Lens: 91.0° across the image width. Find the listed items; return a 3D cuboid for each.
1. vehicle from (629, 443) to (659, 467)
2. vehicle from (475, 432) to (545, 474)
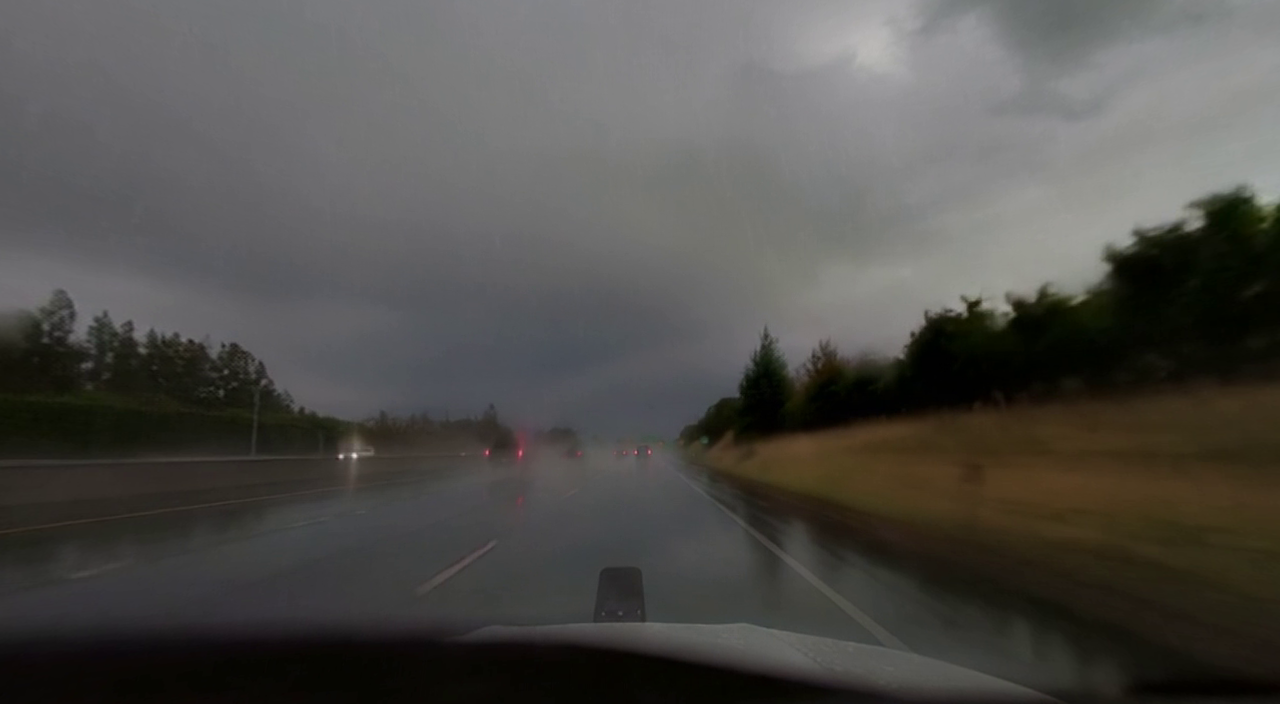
[{"bbox_3d":[0.298,7.743,47.493,2.141,1.706,4.065,0,-9,0],"label":"vehicle"},{"bbox_3d":[-6.679,5.270,33.095,2.438,1.967,5.596,0,-9,0],"label":"vehicle"}]
